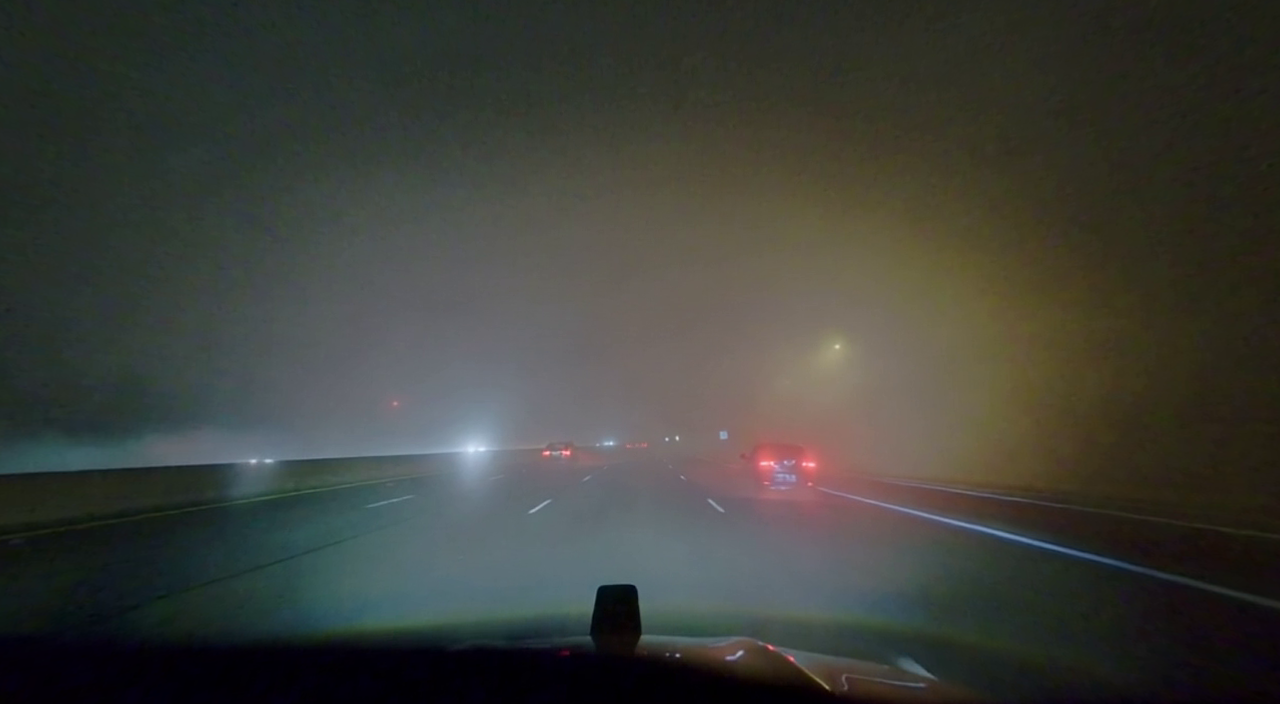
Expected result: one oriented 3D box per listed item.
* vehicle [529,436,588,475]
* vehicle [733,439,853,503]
[{"bbox_3d":[-3.701,4.790,29.422,2.048,1.618,4.424,0,-9,1],"label":"vehicle"},{"bbox_3d":[3.912,3.121,17.036,2.060,1.485,4.274,0,-9,-2],"label":"vehicle"}]
